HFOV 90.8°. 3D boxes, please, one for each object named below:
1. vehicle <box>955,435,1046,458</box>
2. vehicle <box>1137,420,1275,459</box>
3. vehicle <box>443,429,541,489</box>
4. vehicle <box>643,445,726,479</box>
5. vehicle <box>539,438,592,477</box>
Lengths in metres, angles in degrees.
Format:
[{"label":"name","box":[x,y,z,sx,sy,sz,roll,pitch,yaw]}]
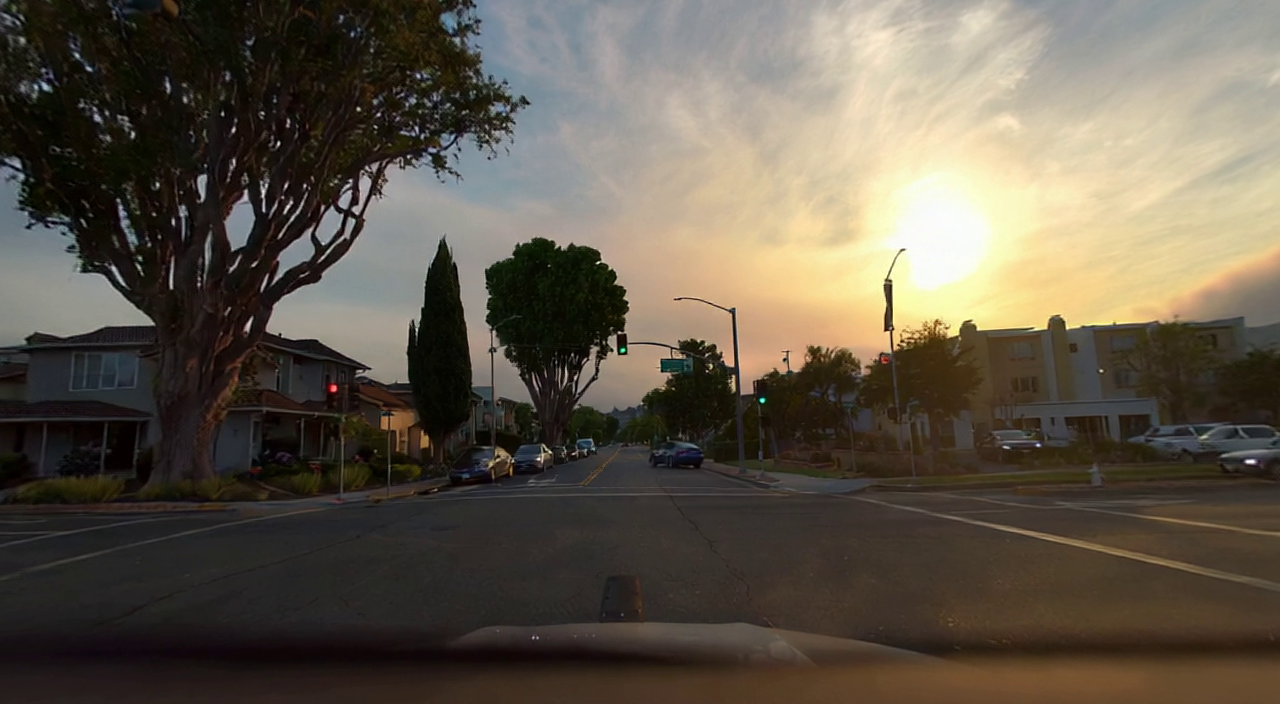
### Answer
[{"label":"vehicle","box":[24.971,6.553,43.829,5.172,1.515,1.851,0,-9,-2]},{"label":"vehicle","box":[33.268,5.158,37.229,5.969,2.149,2.331,0,-9,-3]},{"label":"vehicle","box":[-6.499,4.832,28.967,2.896,2.339,7.322,0,-9,-1]},{"label":"vehicle","box":[2.067,5.321,30.899,2.056,1.493,4.535,4,-9,-25]},{"label":"vehicle","box":[-3.647,5.277,31.914,2.120,1.783,4.788,0,-9,0]}]
